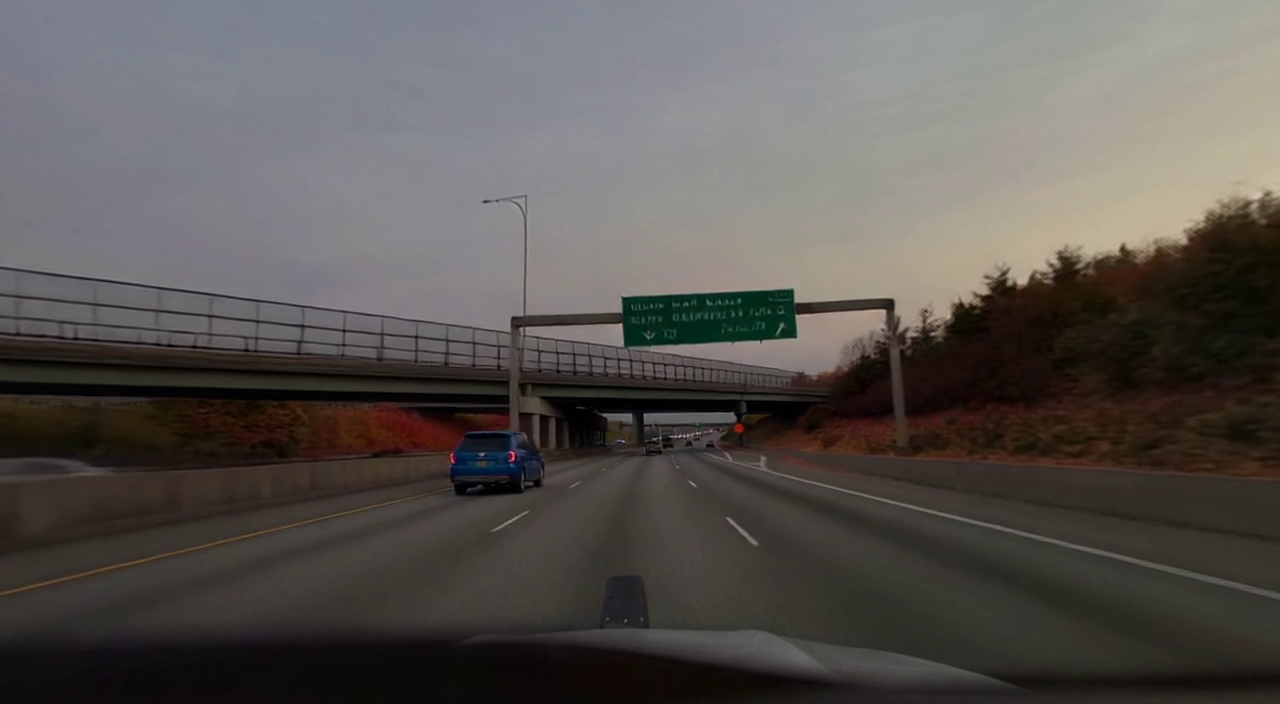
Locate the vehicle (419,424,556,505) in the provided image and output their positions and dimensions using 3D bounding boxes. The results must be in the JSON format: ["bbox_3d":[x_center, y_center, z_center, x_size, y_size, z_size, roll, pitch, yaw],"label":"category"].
[{"bbox_3d":[-3.565,2.721,15.680,2.177,1.707,4.432,0,-8,2],"label":"vehicle"}]
